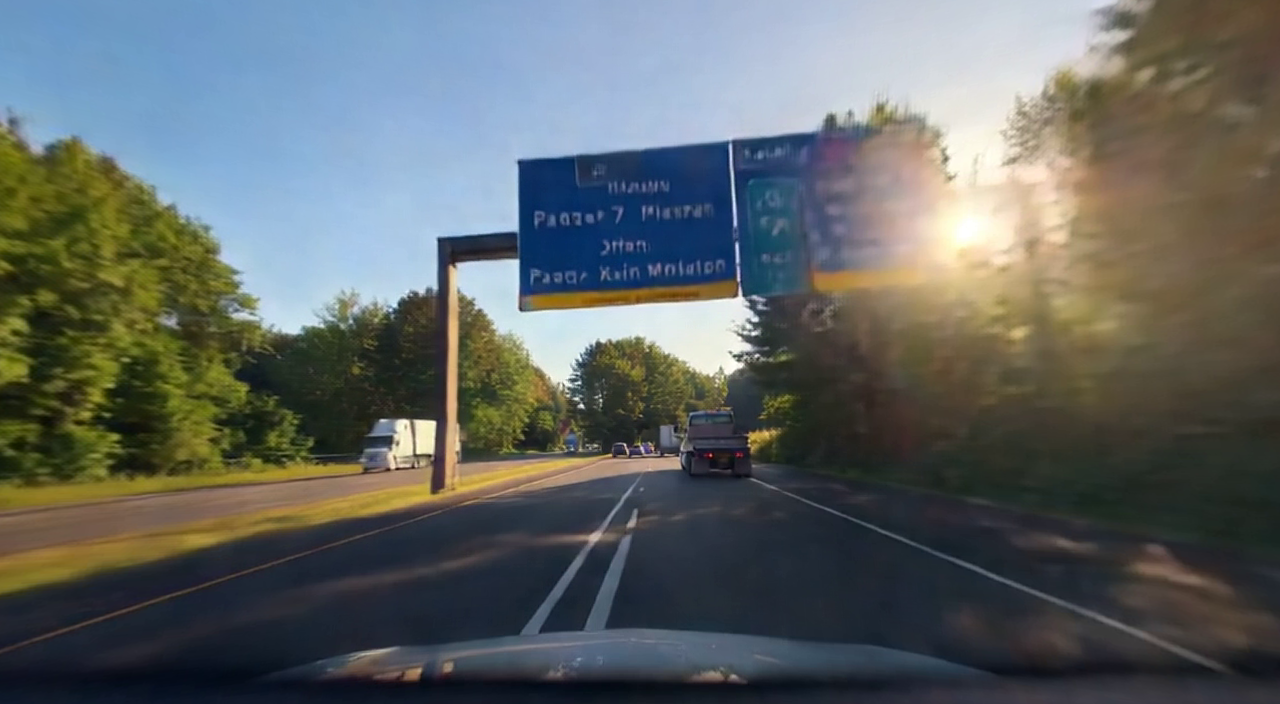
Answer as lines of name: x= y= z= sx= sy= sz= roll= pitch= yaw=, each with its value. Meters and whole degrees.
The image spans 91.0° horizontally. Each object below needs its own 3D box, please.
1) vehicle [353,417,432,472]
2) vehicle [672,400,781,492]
vehicle: x=-17.160 y=6.471 z=44.102 sx=2.867 sy=3.506 sz=5.874 roll=0 pitch=-8 yaw=2
vehicle: x=2.489 y=2.976 z=20.127 sx=2.677 sy=2.439 sz=6.402 roll=0 pitch=-8 yaw=1
